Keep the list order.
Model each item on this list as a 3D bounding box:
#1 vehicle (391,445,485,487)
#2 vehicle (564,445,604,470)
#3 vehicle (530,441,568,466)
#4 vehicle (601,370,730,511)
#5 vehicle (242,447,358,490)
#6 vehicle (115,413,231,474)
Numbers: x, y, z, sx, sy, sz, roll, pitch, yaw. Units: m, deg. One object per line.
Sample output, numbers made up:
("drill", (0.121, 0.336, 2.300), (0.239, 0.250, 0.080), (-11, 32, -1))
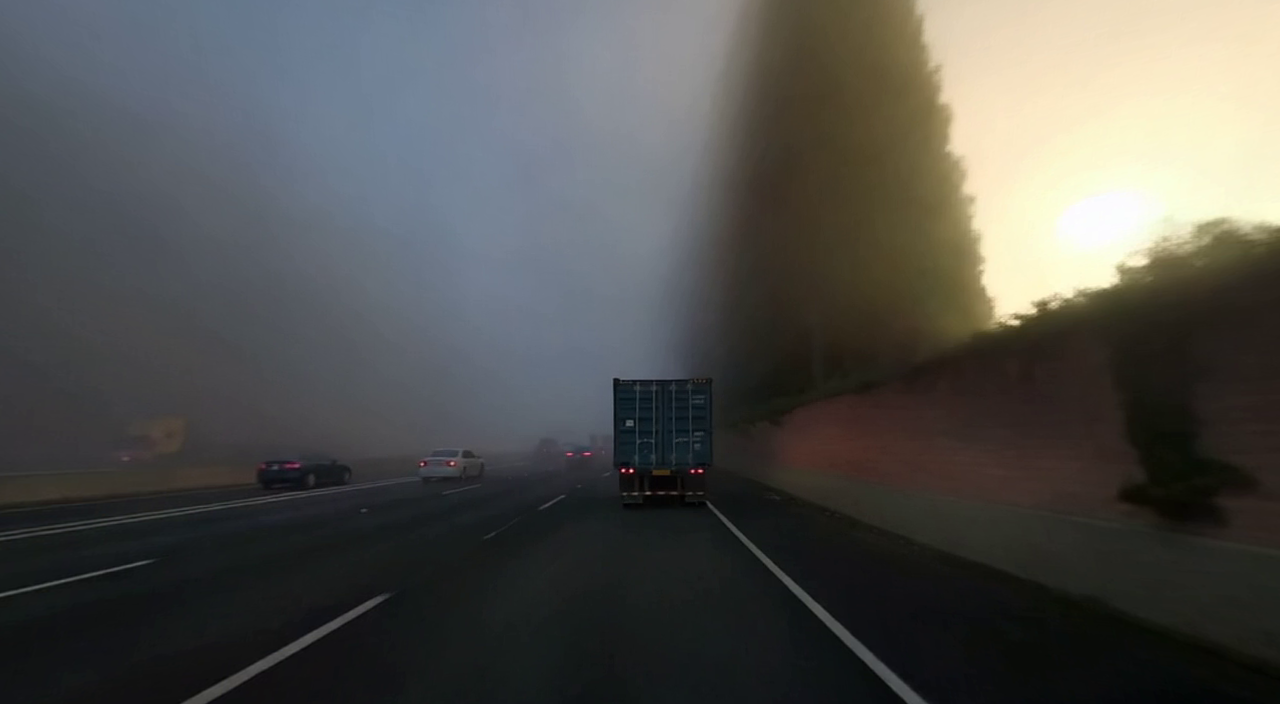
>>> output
("vehicle", (-7.680, 4.372, 24.572), (2.006, 1.458, 4.700), (0, -8, 2))
("vehicle", (-3.447, 6.576, 39.560), (1.974, 1.475, 4.538), (0, -8, 1))
("vehicle", (-7.127, 8.001, 49.924), (2.164, 1.874, 5.004), (0, -8, 1))
("vehicle", (0.530, 2.543, 18.056), (2.798, 3.071, 8.412), (0, -8, 0))
("vehicle", (-12.960, 4.444, 24.446), (1.908, 1.473, 4.552), (0, -8, 1))
("vehicle", (-29.814, 5.859, 40.586), (3.009, 3.610, 5.561), (0, -8, 0))
